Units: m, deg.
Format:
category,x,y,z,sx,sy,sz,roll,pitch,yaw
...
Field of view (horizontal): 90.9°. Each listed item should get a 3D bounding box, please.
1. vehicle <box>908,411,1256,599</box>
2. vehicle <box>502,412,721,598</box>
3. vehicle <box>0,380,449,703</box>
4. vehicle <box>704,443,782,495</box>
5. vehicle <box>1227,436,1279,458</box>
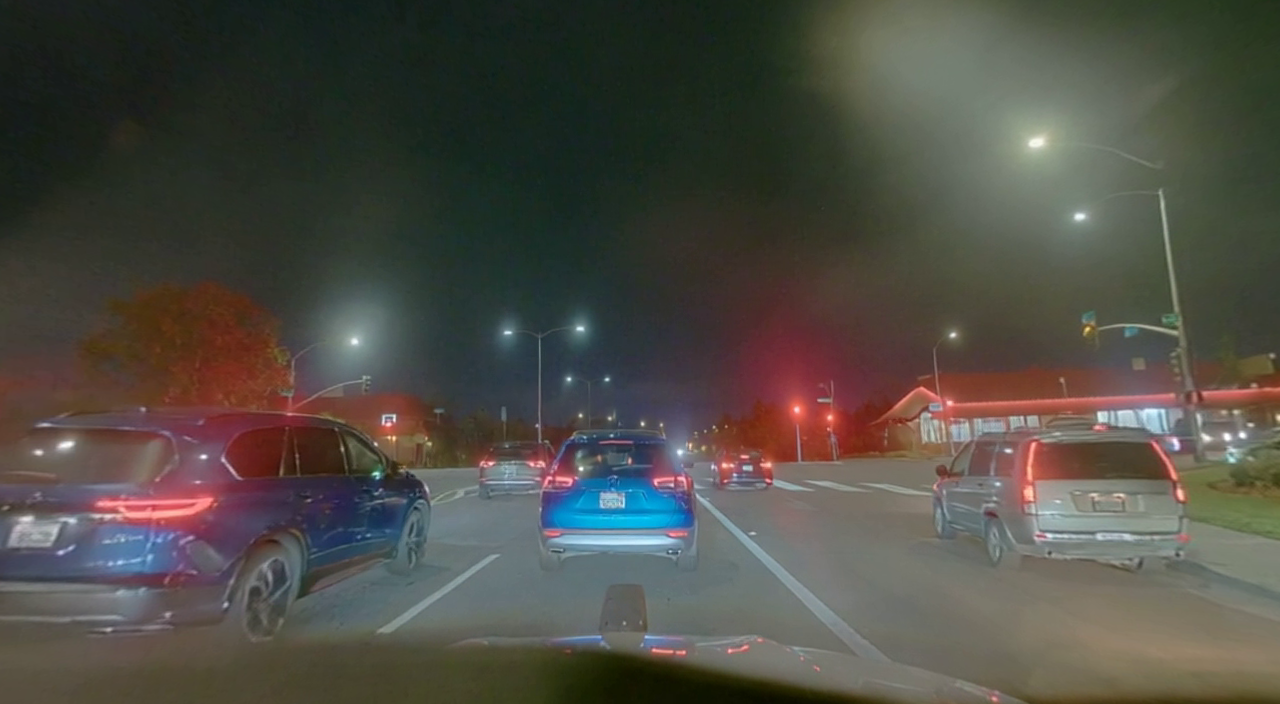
category,x,y,z,sx,sy,sz,roll,pitch,yaw
vehicle,5.173,1.795,8.366,2.014,1.740,4.515,-2,-9,11
vehicle,-0.198,1.728,7.960,2.022,1.700,4.084,0,-9,2
vehicle,-3.466,1.353,5.604,2.047,1.741,4.470,0,-9,1
vehicle,3.373,3.891,21.345,1.847,1.554,3.885,0,-9,-2
vehicle,44.082,6.543,43.421,4.835,1.518,1.910,-4,-9,24
